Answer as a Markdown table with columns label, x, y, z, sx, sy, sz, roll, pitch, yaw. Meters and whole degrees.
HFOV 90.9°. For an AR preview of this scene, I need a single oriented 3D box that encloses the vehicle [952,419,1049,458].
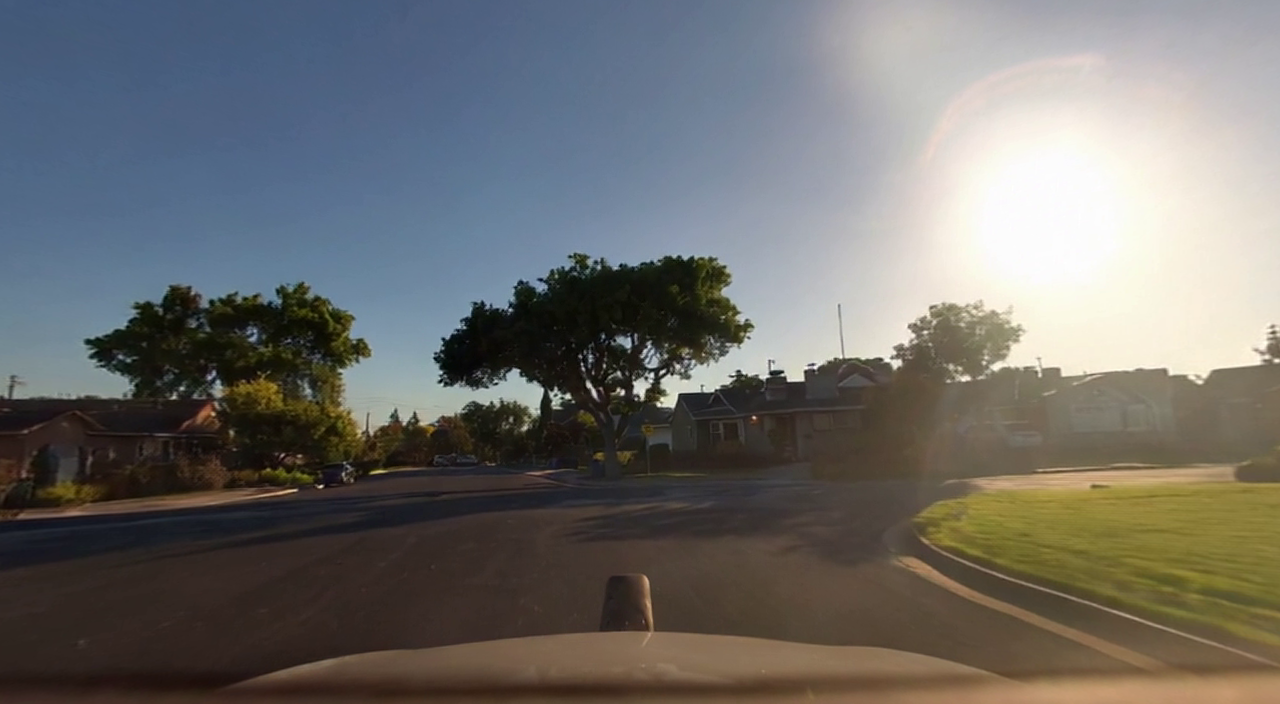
| label | x | y | z | sx | sy | sz | roll | pitch | yaw |
| --- | --- | --- | --- | --- | --- | --- | --- | --- | --- |
| vehicle | 18.390 | 4.497 | 32.449 | 1.992 | 1.813 | 5.079 | 0 | -9 | 0 |
